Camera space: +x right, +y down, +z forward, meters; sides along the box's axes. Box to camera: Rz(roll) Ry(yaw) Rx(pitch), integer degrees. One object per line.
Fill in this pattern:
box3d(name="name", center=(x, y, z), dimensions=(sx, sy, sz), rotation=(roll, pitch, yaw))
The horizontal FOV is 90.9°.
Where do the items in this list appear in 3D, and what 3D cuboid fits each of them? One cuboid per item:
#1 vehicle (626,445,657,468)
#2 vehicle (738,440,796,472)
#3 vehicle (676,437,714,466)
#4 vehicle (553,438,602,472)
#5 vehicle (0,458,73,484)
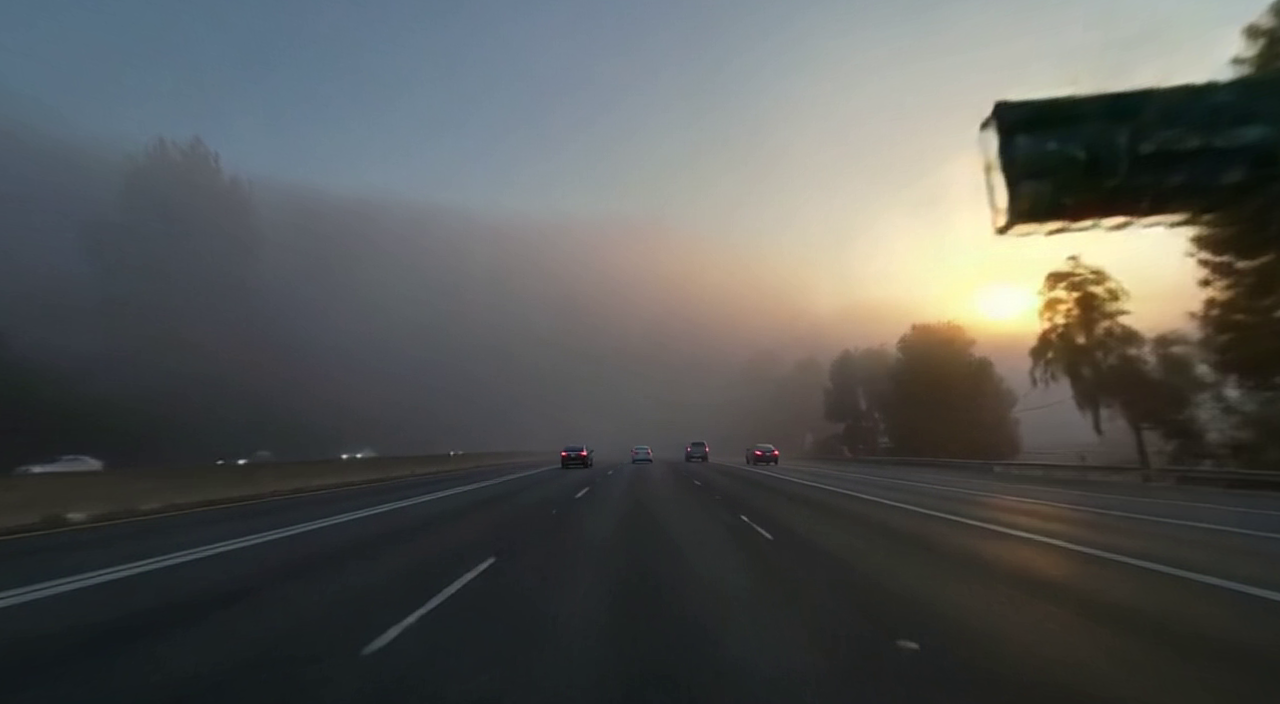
box3d(name="vehicle", center=(0.155, 7.241, 43.868), dimensions=(2.050, 1.452, 3.917), rotation=(0, -9, 2))
box3d(name="vehicle", center=(6.998, 5.787, 35.311), dimensions=(2.196, 1.659, 4.451), rotation=(0, -9, -2))
box3d(name="vehicle", center=(4.050, 7.410, 47.017), dimensions=(2.348, 1.991, 5.460), rotation=(0, -9, 0))
box3d(name="vehicle", center=(-3.398, 5.736, 35.240), dimensions=(2.118, 1.750, 4.875), rotation=(0, -9, 1))
box3d(name="vehicle", center=(-36.887, 7.117, 37.870), dimensions=(1.738, 1.412, 4.086), rotation=(0, -9, 1))
